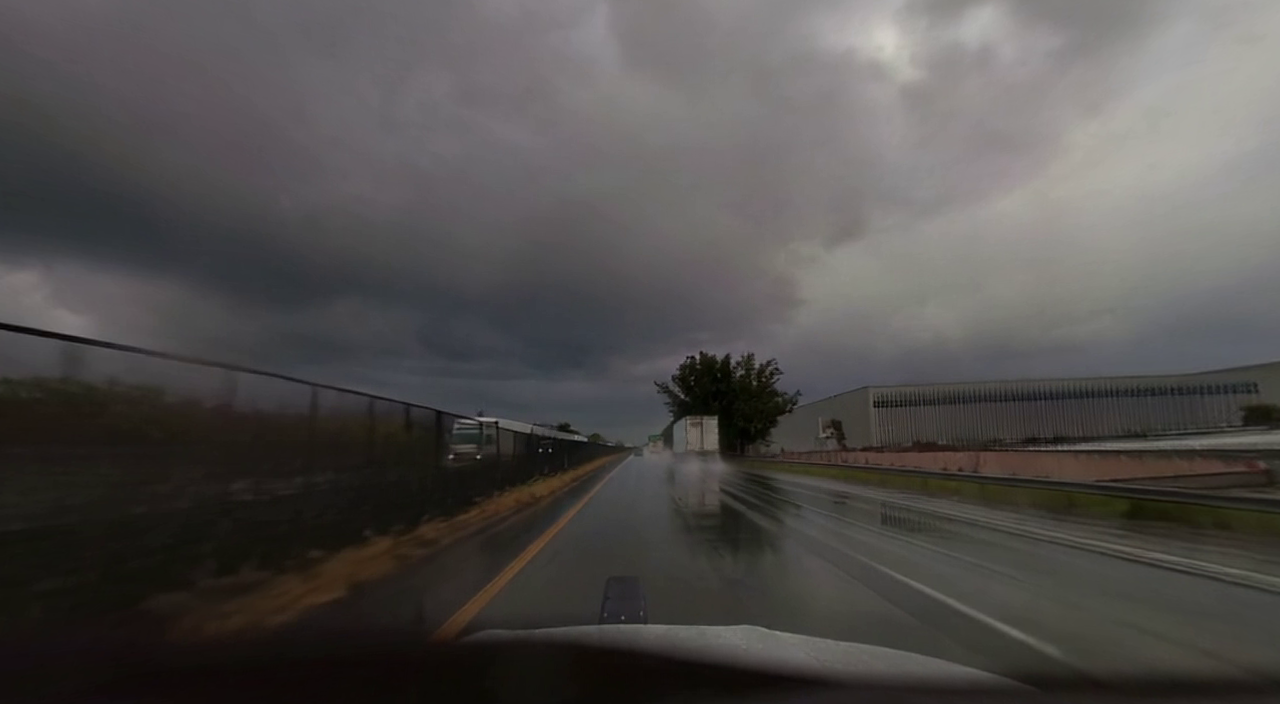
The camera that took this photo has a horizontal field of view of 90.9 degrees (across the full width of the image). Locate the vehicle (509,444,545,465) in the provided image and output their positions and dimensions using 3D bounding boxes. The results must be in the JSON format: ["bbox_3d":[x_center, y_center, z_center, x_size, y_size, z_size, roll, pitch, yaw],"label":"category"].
[{"bbox_3d":[-8.242,7.514,46.414,1.864,1.492,4.032,0,-9,1],"label":"vehicle"}]

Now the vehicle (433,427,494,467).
[{"bbox_3d":[-12.353,6.706,44.603,2.397,2.585,6.311,0,-9,0],"label":"vehicle"}]
